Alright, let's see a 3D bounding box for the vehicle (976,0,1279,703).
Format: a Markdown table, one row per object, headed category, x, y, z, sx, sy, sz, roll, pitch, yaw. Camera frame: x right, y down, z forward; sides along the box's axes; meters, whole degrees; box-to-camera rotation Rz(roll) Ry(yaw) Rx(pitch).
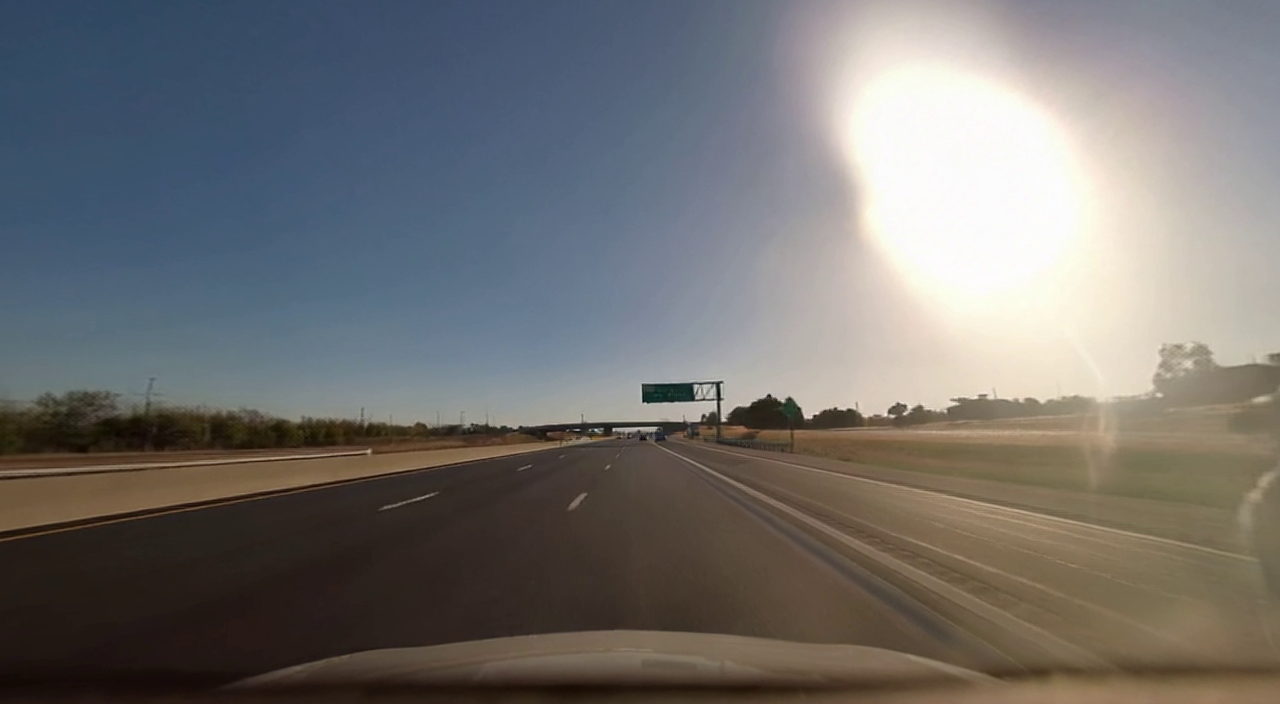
| category | x | y | z | sx | sy | sz | roll | pitch | yaw |
| --- | --- | --- | --- | --- | --- | --- | --- | --- | --- |
| vehicle | 4.179 | -0.497 | 1.766 | 3.049 | 3.826 | 6.146 | -1 | -8 | 2 |
